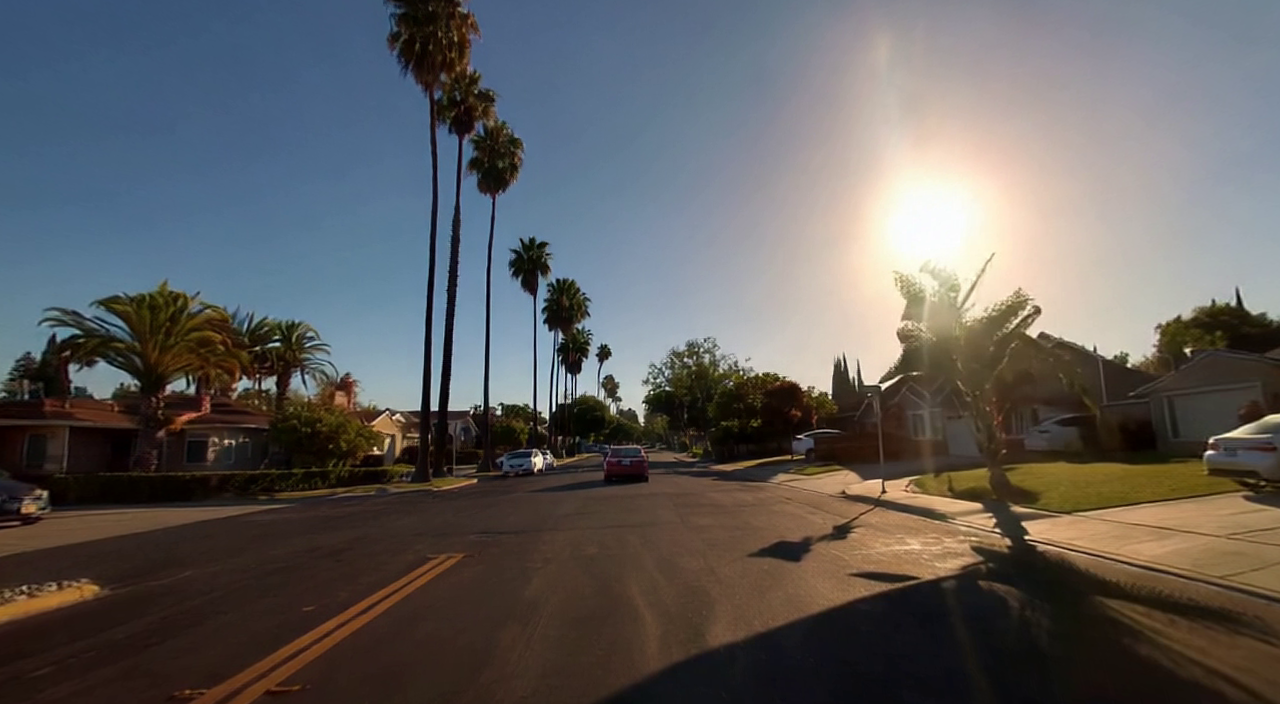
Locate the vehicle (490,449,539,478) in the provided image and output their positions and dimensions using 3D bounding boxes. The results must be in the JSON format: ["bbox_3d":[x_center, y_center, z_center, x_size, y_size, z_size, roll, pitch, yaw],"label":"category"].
[{"bbox_3d":[-7.915,7.026,40.197,2.069,1.441,4.368,-3,-7,1],"label":"vehicle"}]

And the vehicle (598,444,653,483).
[{"bbox_3d":[-0.578,4.587,26.336,2.098,1.483,4.099,0,-9,0],"label":"vehicle"}]
